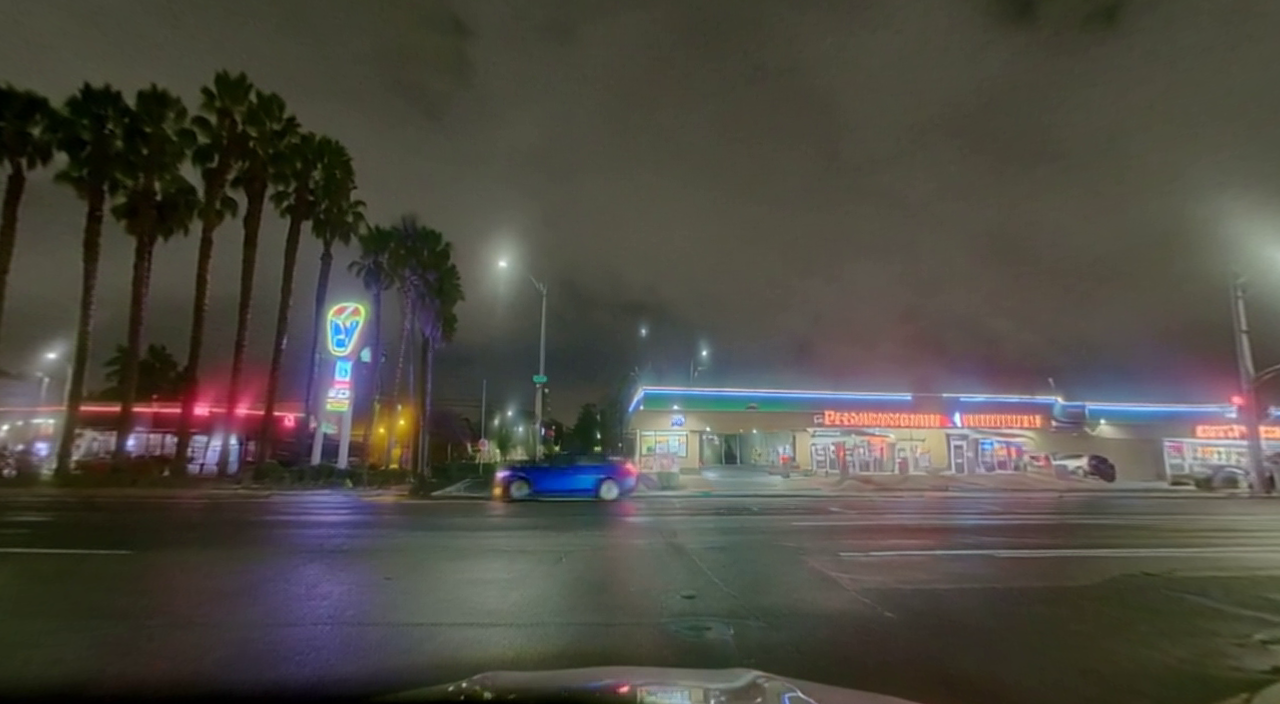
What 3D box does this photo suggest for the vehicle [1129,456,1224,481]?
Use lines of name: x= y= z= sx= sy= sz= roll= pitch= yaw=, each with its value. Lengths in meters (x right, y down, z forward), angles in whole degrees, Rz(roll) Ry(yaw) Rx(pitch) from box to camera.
vehicle: x=34.873 y=7.546 z=41.232 sx=1.805 sy=1.466 sz=4.641 roll=1 pitch=-9 yaw=-6

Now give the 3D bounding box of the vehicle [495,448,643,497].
vehicle: x=-2.249 y=3.904 z=20.626 sx=4.570 sy=1.480 sz=1.873 roll=1 pitch=-9 yaw=-4

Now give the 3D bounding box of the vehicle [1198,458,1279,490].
vehicle: x=32.514 y=6.380 z=33.229 sx=2.074 sy=1.480 sz=4.369 roll=1 pitch=-9 yaw=-5

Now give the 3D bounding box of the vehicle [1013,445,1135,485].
vehicle: x=22.554 y=5.842 z=32.928 sx=4.880 sy=1.754 sz=2.202 roll=0 pitch=-5 yaw=-5
